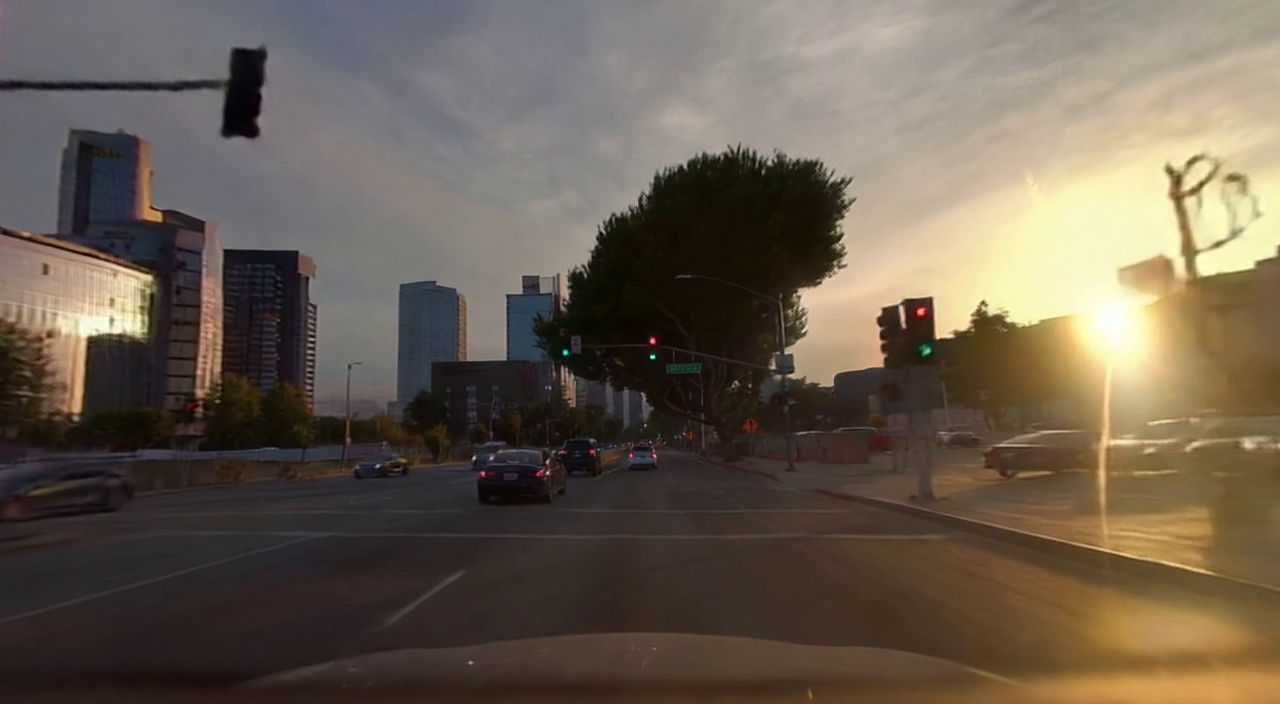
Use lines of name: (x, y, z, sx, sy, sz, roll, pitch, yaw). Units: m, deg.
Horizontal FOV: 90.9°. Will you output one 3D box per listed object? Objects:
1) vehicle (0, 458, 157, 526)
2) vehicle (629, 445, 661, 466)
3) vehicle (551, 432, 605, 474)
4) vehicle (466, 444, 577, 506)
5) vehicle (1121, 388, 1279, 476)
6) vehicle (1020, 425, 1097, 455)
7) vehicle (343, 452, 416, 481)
vehicle: (-15.319, 3.531, 16.457, 1.879, 1.450, 4.279, 0, -9, 2)
vehicle: (0.387, 7.421, 45.297, 2.171, 1.422, 4.146, 0, -9, 1)
vehicle: (-3.169, 5.277, 33.114, 2.240, 2.054, 4.662, 0, -9, 1)
vehicle: (-2.971, 3.188, 16.852, 1.959, 1.406, 4.527, 0, -9, 2)
vehicle: (11.971, 1.627, 12.673, 3.500, 1.563, 1.871, 2, -9, -19)
vehicle: (28.035, 5.914, 42.384, 4.014, 1.681, 1.834, 0, -11, 23)
vehicle: (-14.440, 6.340, 35.217, 1.935, 1.481, 4.702, 0, -9, 2)
